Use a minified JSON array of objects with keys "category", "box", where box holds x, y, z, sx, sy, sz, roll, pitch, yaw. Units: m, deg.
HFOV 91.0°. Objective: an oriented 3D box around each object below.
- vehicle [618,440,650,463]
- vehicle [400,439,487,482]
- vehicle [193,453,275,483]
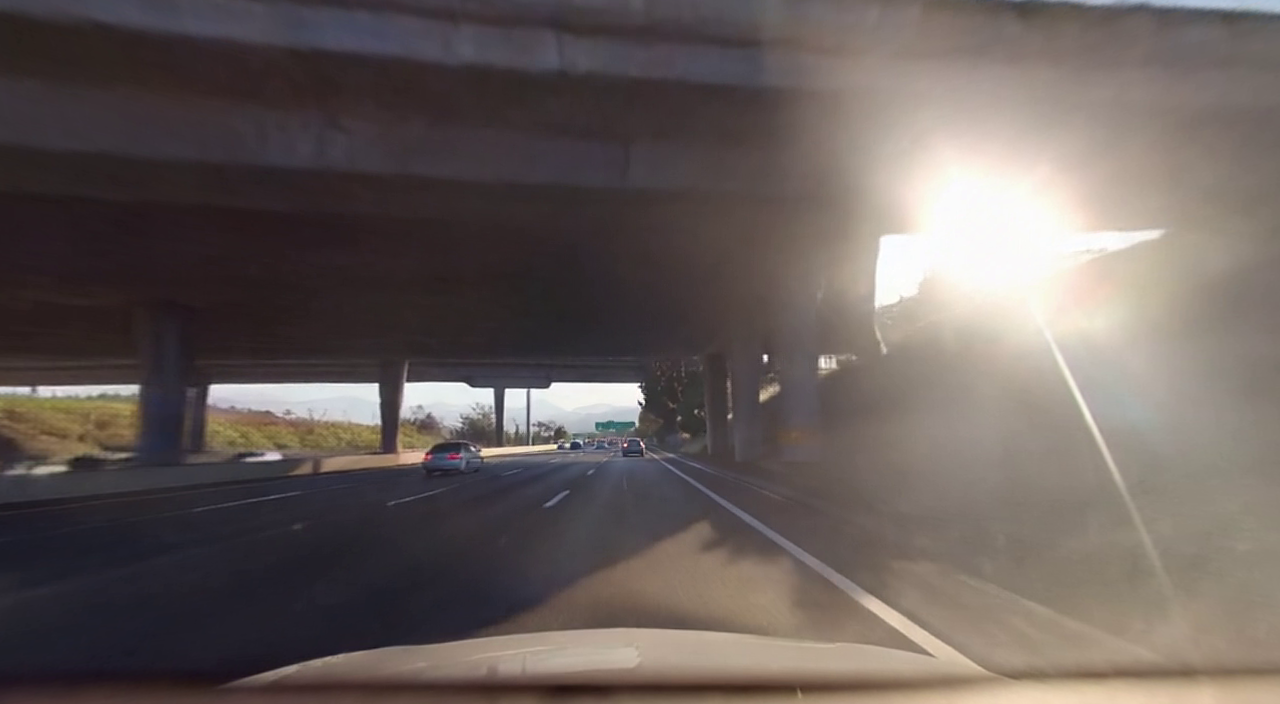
[{"category":"vehicle","box":[-0.438,6.753,42.972,2.072,1.440,3.690,0,-8,-1]},{"category":"vehicle","box":[-7.535,4.185,24.668,1.939,1.504,4.727,0,-8,-1]},{"category":"vehicle","box":[-22.668,6.475,35.371,1.827,1.429,4.211,0,-8,-1]}]
